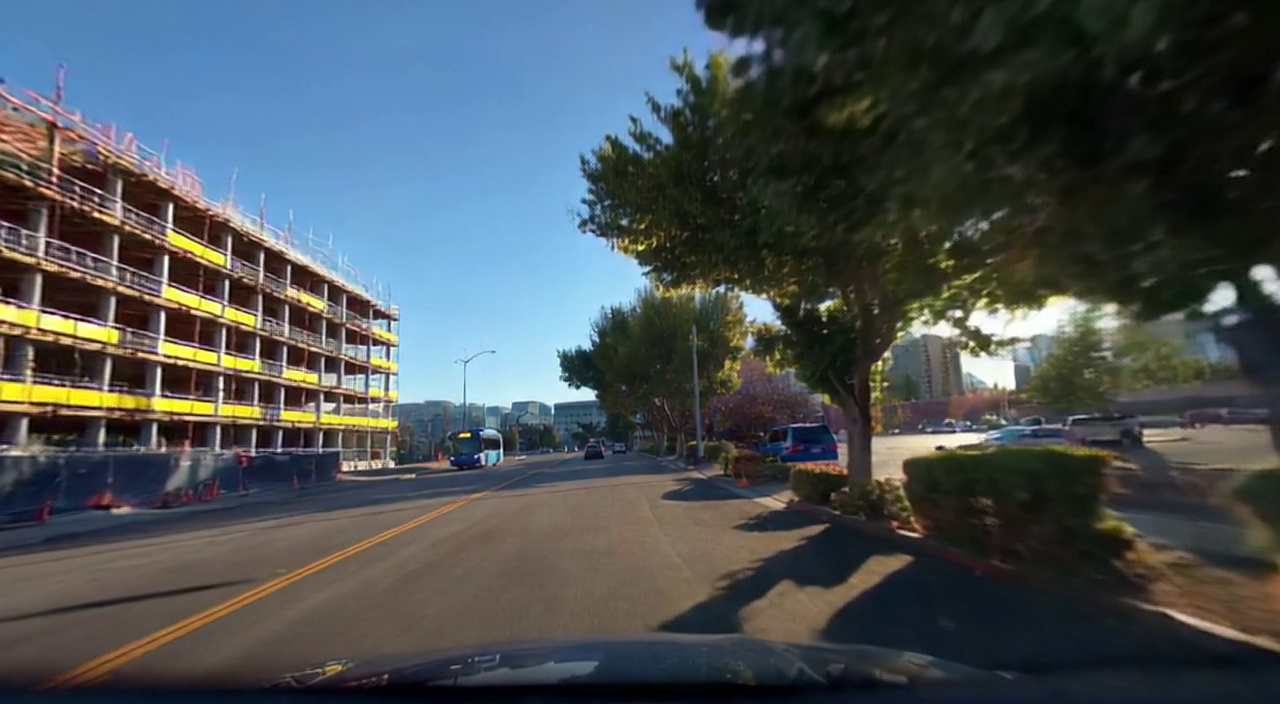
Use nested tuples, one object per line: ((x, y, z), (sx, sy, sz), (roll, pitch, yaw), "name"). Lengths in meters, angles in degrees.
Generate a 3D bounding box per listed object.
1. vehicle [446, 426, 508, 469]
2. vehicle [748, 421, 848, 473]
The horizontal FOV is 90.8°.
((-11.735, 6.944, 45.992), (2.979, 2.803, 5.962), (-1, -8, -1), "vehicle")
((6.364, 3.969, 26.411), (2.267, 1.911, 5.816), (1, -9, -5), "vehicle")
